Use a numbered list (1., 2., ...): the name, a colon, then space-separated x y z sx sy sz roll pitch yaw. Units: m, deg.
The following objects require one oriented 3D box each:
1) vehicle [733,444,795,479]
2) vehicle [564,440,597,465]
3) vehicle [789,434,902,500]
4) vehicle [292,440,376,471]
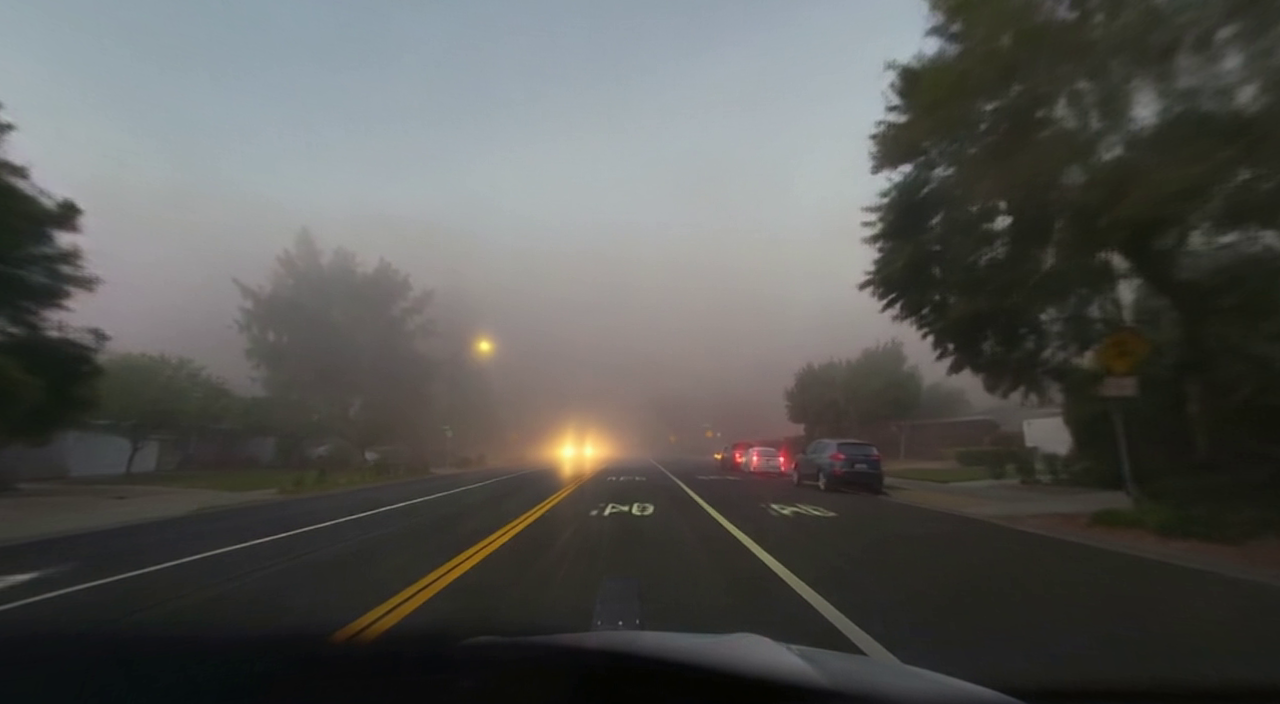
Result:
1. vehicle: 6.281 5.565 32.484 2.226 1.682 4.461 0 -8 -1
2. vehicle: -4.603 7.854 49.738 2.050 1.841 5.290 0 -8 0
3. vehicle: 6.553 3.692 20.757 2.099 1.878 4.476 0 -8 -1
4. vehicle: -21.189 7.174 43.930 4.461 2.065 2.574 0 -8 -2
